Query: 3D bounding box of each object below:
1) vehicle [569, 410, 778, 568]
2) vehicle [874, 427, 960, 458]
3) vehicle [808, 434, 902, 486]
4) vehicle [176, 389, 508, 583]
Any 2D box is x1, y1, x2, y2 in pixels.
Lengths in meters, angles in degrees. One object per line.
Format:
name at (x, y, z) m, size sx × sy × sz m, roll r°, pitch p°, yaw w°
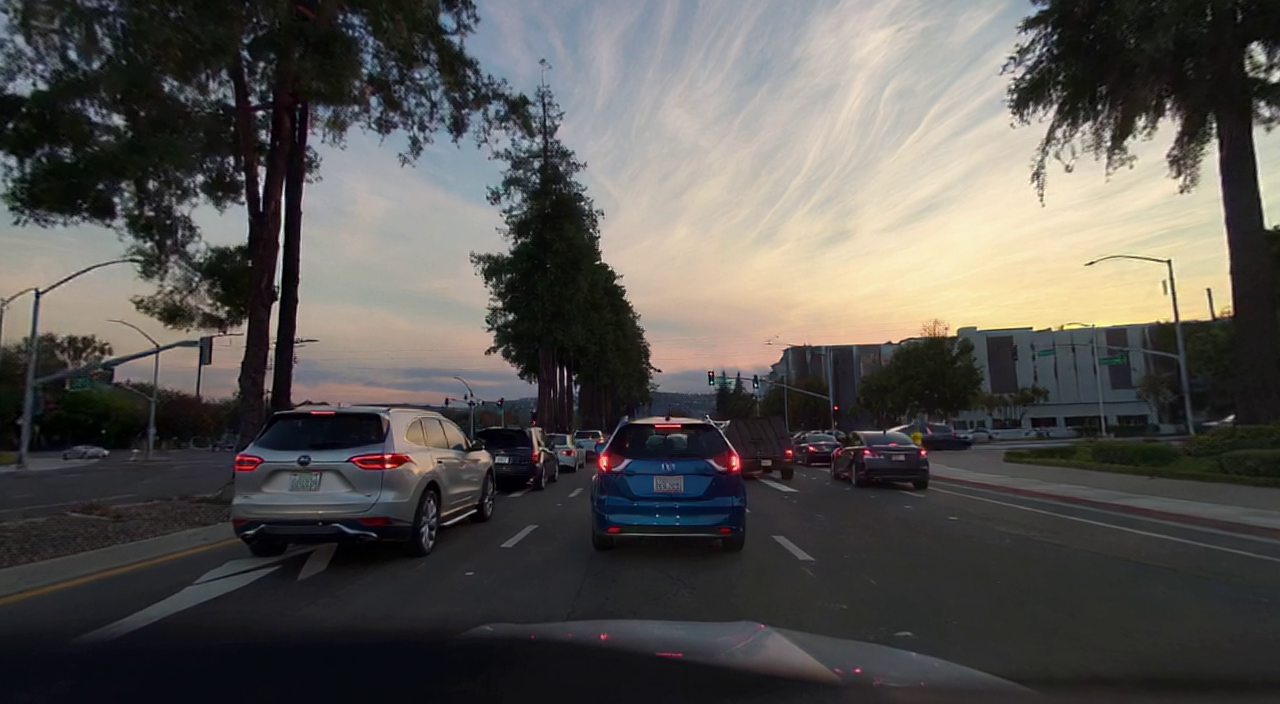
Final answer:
vehicle at (0.373, 1.749, 8.768) m, size 2.189 × 1.649 × 4.171 m, roll 0°, pitch -8°, yaw 1°
vehicle at (18.001, 5.909, 40.971) m, size 4.855 × 1.933 × 2.096 m, roll -4°, pitch -9°, yaw 25°
vehicle at (7.295, 3.699, 21.822) m, size 2.067 × 1.599 × 4.251 m, roll -1°, pitch -8°, yaw 5°
vehicle at (-3.258, 1.578, 8.158) m, size 2.085 × 1.812 × 4.388 m, roll 0°, pitch -8°, yaw 1°
